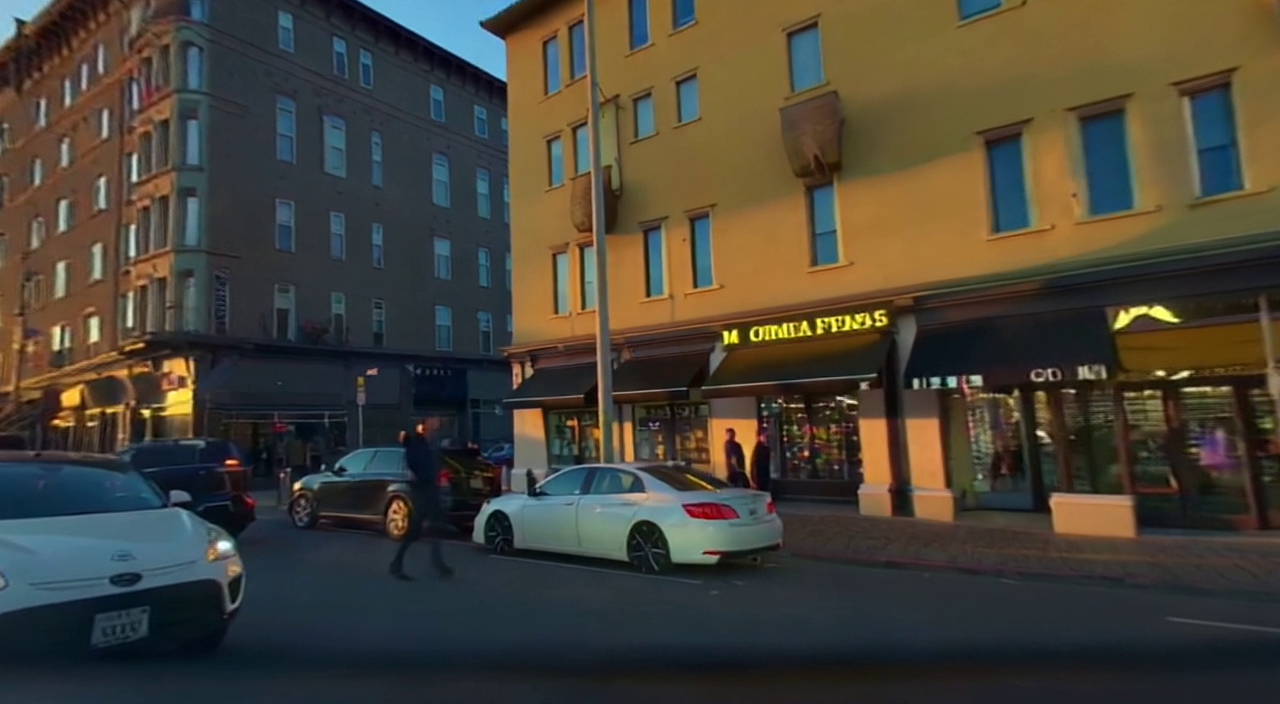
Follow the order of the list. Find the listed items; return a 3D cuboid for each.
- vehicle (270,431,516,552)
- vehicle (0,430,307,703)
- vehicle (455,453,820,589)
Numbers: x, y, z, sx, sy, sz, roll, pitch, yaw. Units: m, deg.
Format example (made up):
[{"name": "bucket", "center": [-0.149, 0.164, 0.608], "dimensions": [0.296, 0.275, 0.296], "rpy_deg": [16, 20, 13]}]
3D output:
[{"name": "vehicle", "center": [-4.703, 2.465, 11.870], "dimensions": [4.580, 1.853, 1.862], "rpy_deg": [-6, -10, 32]}, {"name": "vehicle", "center": [-4.535, 1.347, 4.587], "dimensions": [4.330, 1.458, 1.932], "rpy_deg": [-6, -10, 36]}, {"name": "vehicle", "center": [-0.172, 2.153, 8.895], "dimensions": [4.830, 1.421, 1.826], "rpy_deg": [-5, -10, 30]}]
